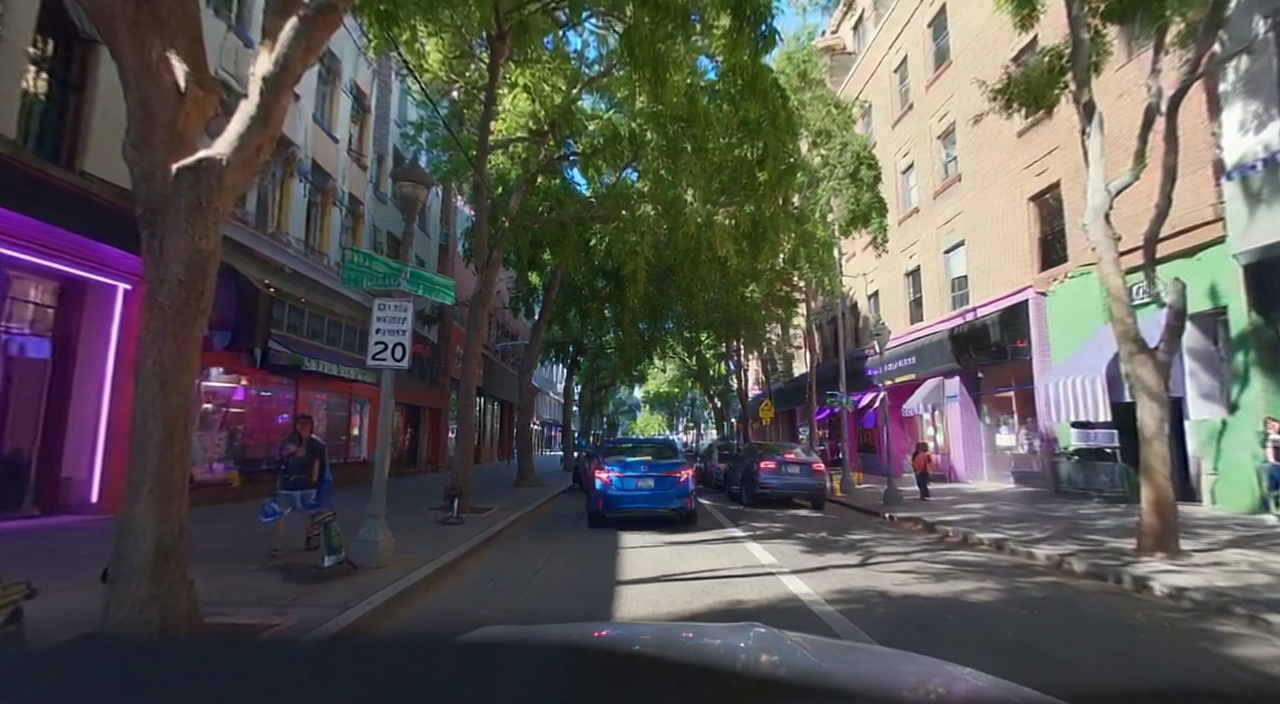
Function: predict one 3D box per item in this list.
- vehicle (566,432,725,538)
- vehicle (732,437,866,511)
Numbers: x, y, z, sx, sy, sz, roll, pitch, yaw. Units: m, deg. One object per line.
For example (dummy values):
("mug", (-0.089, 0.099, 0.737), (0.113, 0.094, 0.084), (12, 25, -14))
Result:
("vehicle", (0.009, 2.210, 11.137), (2.261, 1.474, 4.130), (0, -9, -2))
("vehicle", (3.644, 2.884, 15.437), (2.025, 1.523, 4.426), (0, -9, -1))
